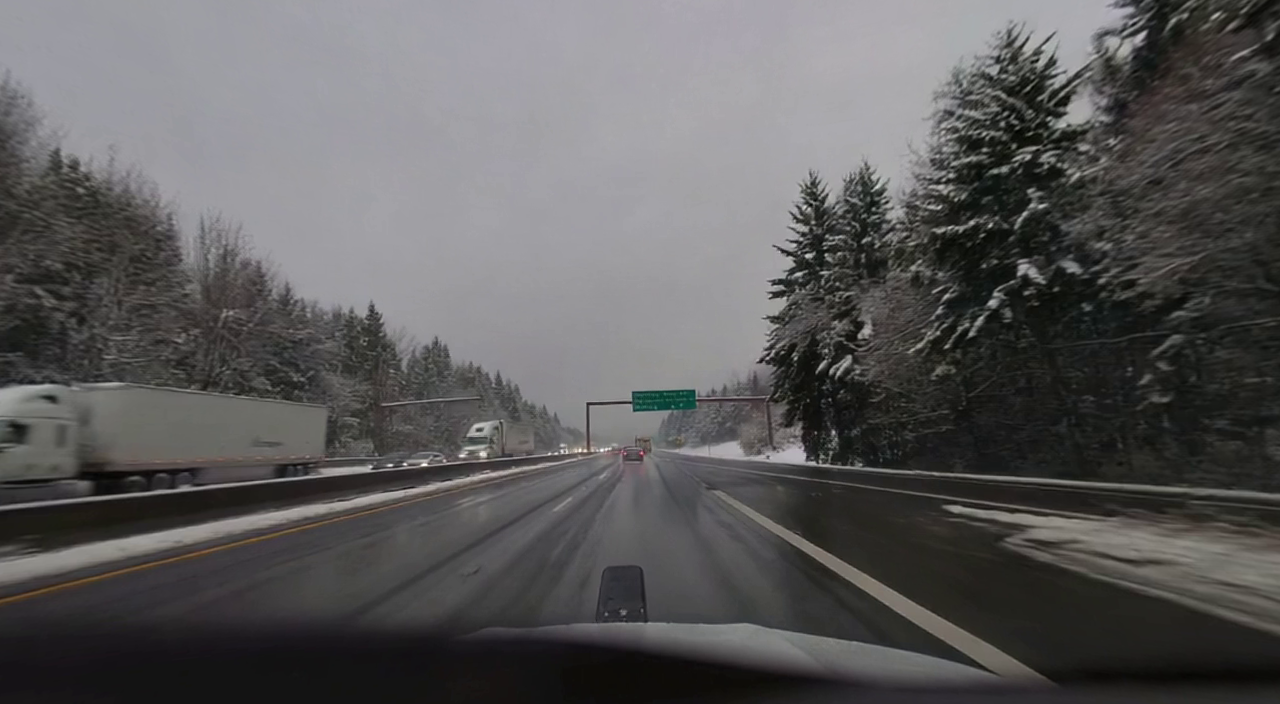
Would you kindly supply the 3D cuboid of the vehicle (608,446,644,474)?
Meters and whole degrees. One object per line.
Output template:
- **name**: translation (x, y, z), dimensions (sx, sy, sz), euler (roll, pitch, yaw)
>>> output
- **vehicle**: translation (-0.738, 6.065, 35.626), dimensions (1.860, 1.473, 3.689), euler (0, -9, 1)

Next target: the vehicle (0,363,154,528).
- **vehicle**: translation (-16.882, 2.497, 16.710), dimensions (3.026, 3.934, 5.923), euler (0, -9, 0)

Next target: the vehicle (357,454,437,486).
- **vehicle**: translation (-12.426, 6.041, 32.595), dimensions (2.077, 1.435, 5.032), euler (0, -9, 1)

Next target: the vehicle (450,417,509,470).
- **vehicle**: translation (-12.523, 7.259, 49.696), dimensions (2.969, 3.863, 5.830), euler (0, -9, 1)
